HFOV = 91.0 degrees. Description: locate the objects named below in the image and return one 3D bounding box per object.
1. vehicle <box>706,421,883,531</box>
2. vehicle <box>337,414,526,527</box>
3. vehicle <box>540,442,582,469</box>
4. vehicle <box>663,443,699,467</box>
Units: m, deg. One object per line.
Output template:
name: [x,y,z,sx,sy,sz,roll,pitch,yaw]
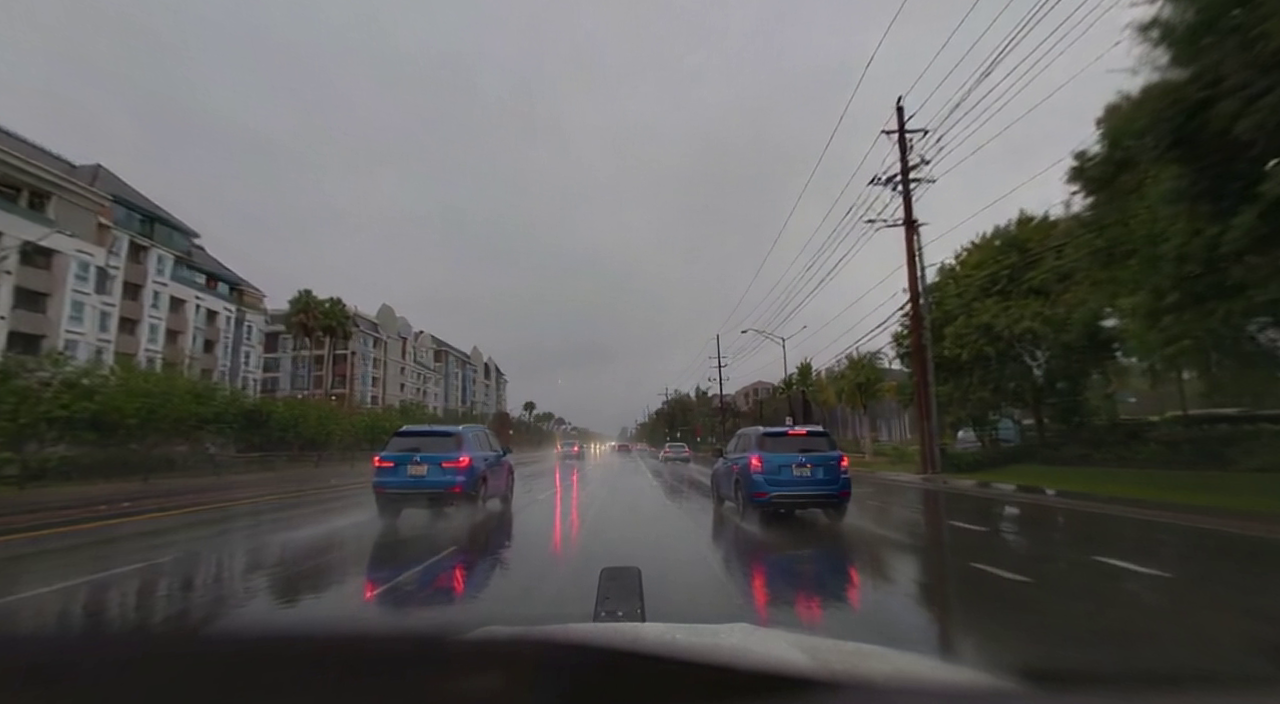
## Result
vehicle: [2.660,2.267,12.051,2.198,1.706,4.166,0,-9,-2]
vehicle: [-3.791,2.278,12.596,2.169,1.796,4.821,0,-9,0]
vehicle: [-4.619,6.129,37.316,2.040,1.482,4.121,0,-9,-1]
vehicle: [2.608,6.740,41.240,1.981,1.472,3.923,0,-9,-2]
